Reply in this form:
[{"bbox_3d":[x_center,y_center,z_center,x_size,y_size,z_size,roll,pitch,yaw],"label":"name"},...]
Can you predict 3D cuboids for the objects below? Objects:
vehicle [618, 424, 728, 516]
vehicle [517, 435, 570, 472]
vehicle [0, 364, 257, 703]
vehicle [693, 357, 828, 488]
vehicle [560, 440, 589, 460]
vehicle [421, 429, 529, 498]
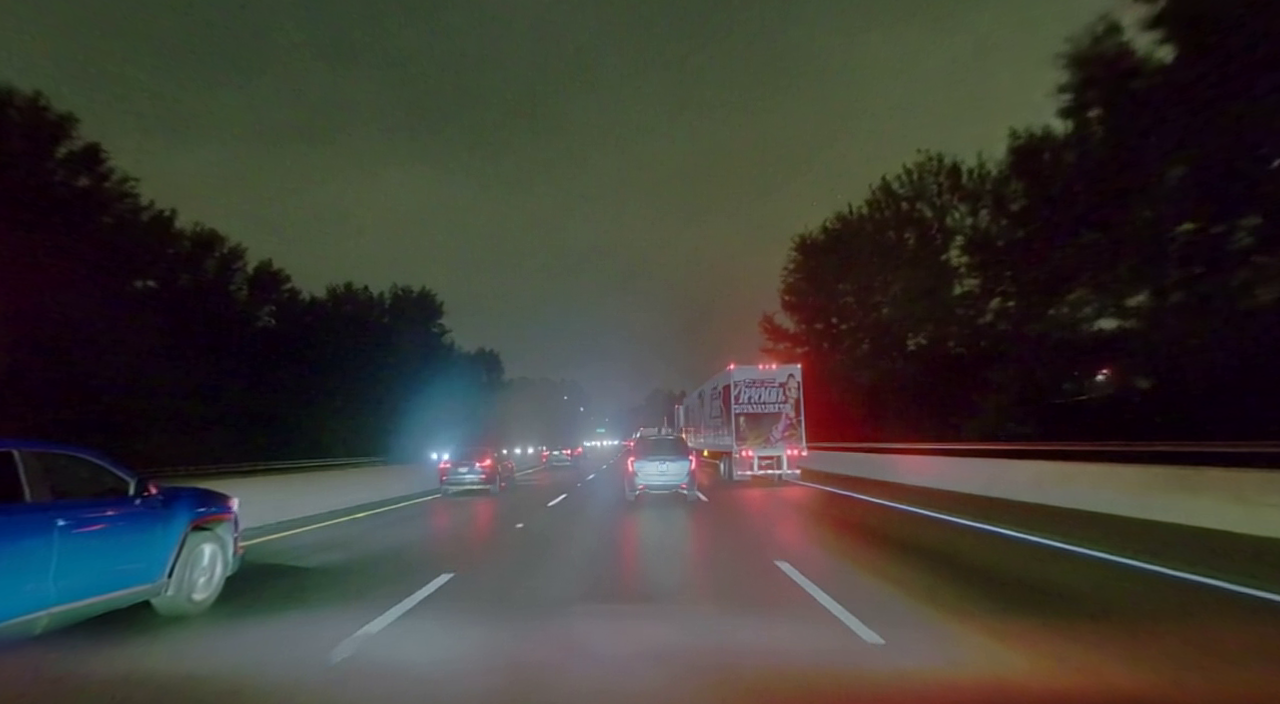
[{"bbox_3d":[0.597,2.418,13.376,2.017,1.662,3.543,0,-8,0],"label":"vehicle"},{"bbox_3d":[-4.708,5.012,31.279,2.014,1.683,4.275,0,-8,0],"label":"vehicle"},{"bbox_3d":[-4.059,0.859,2.732,1.983,1.666,4.452,0,-8,0],"label":"vehicle"},{"bbox_3d":[4.343,3.203,26.821,2.828,4.081,14.220,0,-8,-1],"label":"vehicle"},{"bbox_3d":[-5.119,7.696,49.633,1.950,1.535,4.237,0,-8,-1],"label":"vehicle"},{"bbox_3d":[-4.315,2.968,17.115,1.905,1.642,3.803,0,-8,0],"label":"vehicle"}]
